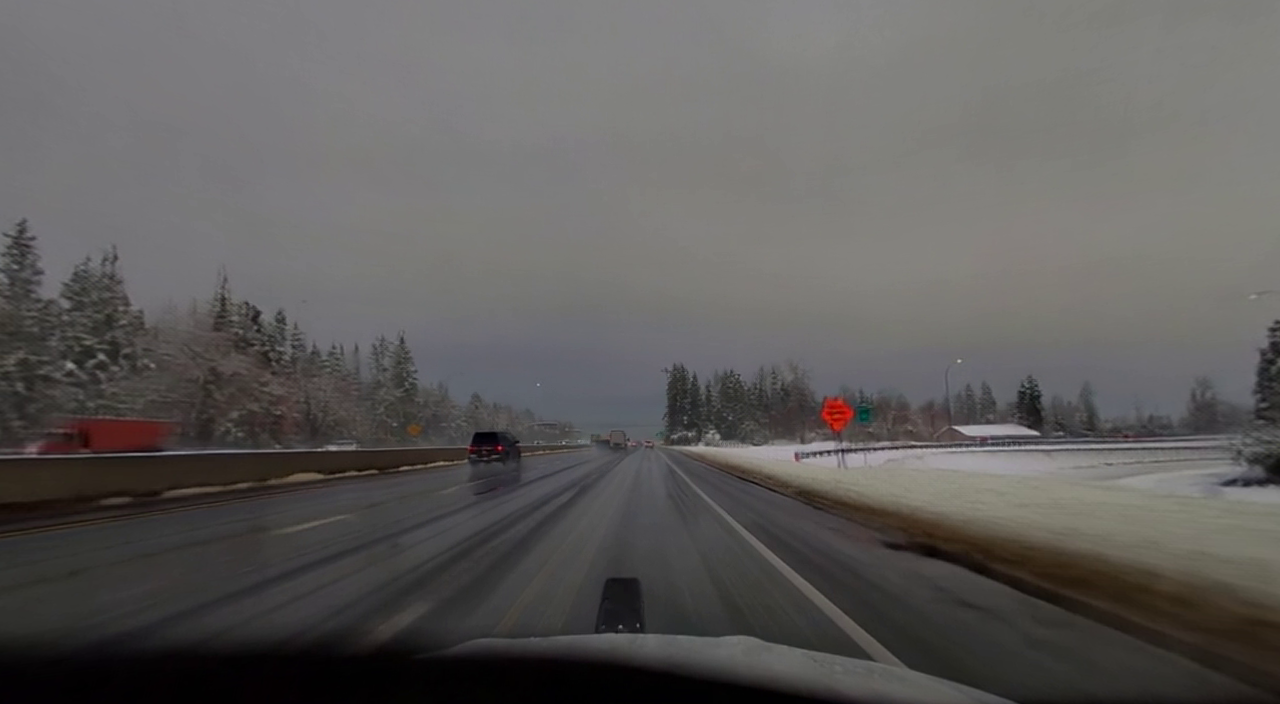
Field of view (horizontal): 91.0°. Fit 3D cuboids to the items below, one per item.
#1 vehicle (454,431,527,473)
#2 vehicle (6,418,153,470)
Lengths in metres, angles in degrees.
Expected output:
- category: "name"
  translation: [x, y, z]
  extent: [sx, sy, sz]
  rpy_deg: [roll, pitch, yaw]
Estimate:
- category: "vehicle"
  translation: [-6.851, 4.636, 29.487]
  extent: [2.103, 1.775, 4.966]
  rpy_deg: [0, -8, 1]
- category: "vehicle"
  translation: [-25.805, 4.258, 29.282]
  extent: [2.351, 2.192, 4.592]
  rpy_deg: [0, -8, 3]
